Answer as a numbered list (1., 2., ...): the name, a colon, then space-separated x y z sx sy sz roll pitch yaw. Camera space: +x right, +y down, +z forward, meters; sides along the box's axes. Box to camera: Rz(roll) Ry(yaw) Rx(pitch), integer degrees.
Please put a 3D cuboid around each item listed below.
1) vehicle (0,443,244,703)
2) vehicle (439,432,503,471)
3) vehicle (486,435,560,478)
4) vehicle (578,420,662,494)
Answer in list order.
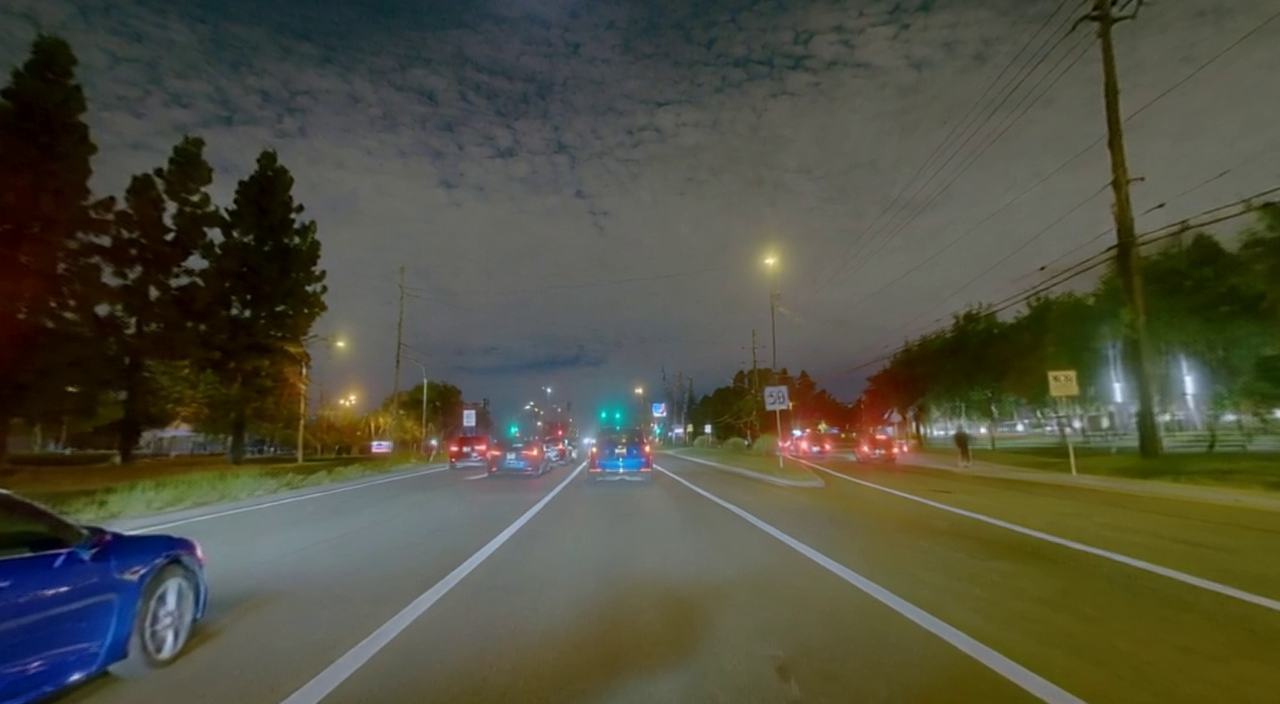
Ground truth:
1. vehicle: -3.609 0.950 1.984 1.865 1.314 4.461 0 -8 0
2. vehicle: -7.599 4.506 28.779 1.860 1.634 4.089 0 -8 -2
3. vehicle: -4.390 3.999 24.392 2.087 1.485 4.452 0 -8 -1
4. vehicle: -0.534 2.825 17.270 2.012 1.769 3.897 0 -8 -2
